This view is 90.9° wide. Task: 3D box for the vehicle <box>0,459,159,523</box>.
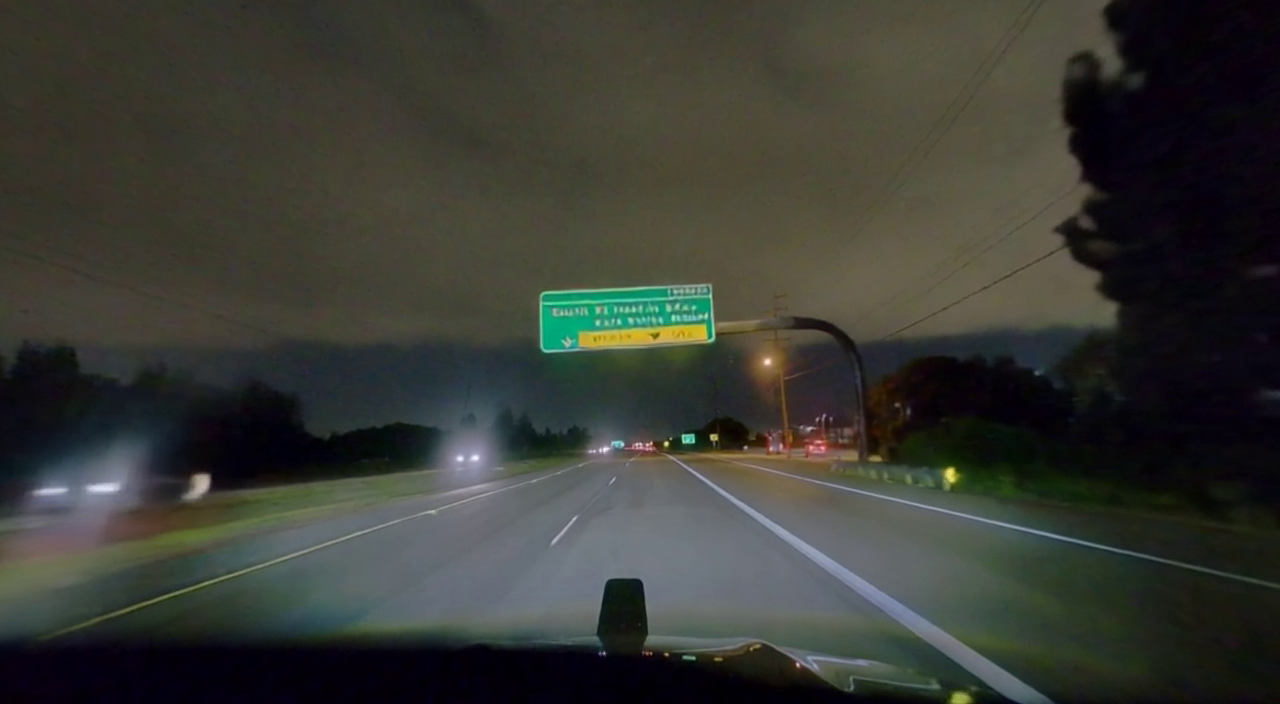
[{"bbox_3d":[-16.991,3.986,18.547,1.904,1.490,4.703,-1,-8,1],"label":"vehicle"}]
